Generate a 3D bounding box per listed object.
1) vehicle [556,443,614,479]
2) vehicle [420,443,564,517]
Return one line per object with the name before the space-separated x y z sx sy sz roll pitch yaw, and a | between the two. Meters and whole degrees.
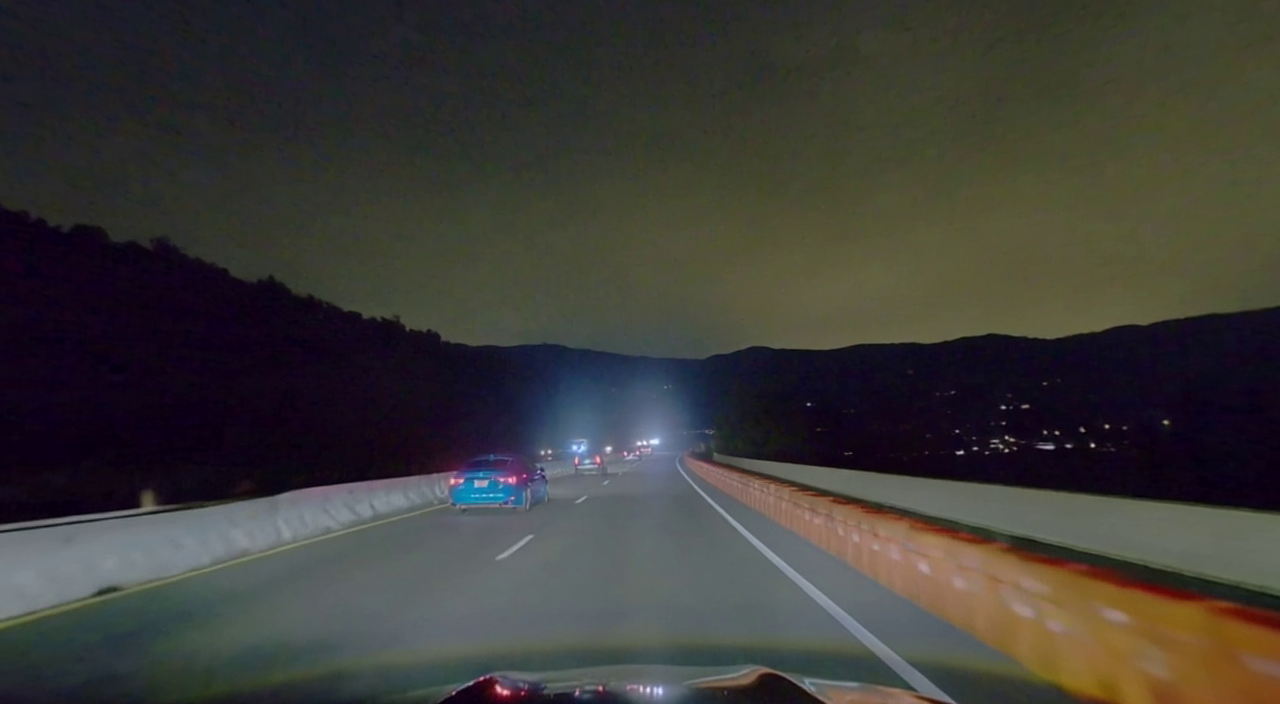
vehicle | -2.368 4.855 28.224 2.094 1.480 4.124 0 -9 2
vehicle | -2.957 2.665 13.573 2.061 1.330 3.928 0 -9 1
